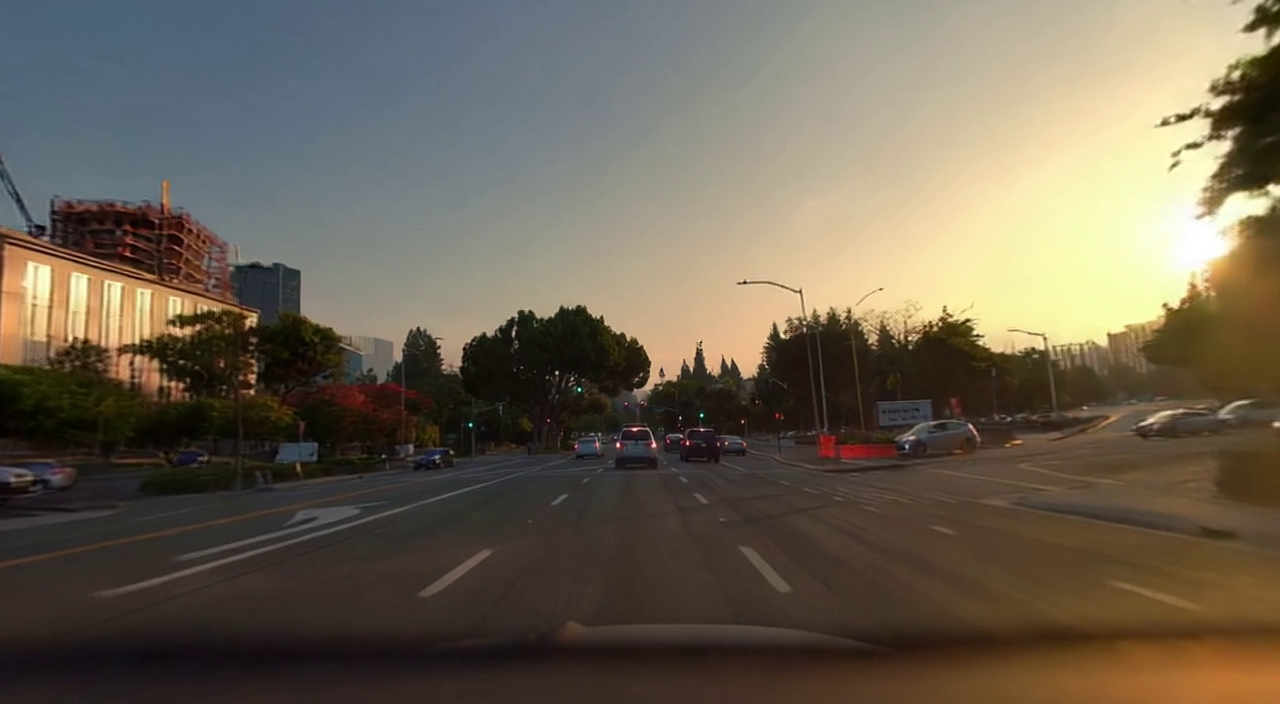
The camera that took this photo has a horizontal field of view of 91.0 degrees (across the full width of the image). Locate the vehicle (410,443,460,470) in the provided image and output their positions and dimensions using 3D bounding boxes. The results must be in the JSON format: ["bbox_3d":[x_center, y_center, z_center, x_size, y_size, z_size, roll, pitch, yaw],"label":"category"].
[{"bbox_3d":[-13.013,6.647,40.159,1.887,1.536,4.088,-2,-8,-1],"label":"vehicle"}]

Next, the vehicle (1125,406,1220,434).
[{"bbox_3d":[31.025,4.054,36.868,1.810,1.448,4.550,-1,-9,4],"label":"vehicle"}]

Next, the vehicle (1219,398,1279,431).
[{"bbox_3d":[35.609,3.679,36.471,1.999,1.667,4.518,-5,-10,31],"label":"vehicle"}]

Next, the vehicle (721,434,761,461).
[{"bbox_3d":[5.921,5.647,37.324,2.145,1.503,4.267,-1,-9,7],"label":"vehicle"}]

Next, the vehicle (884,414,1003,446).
[{"bbox_3d":[15.004,3.925,31.212,4.986,1.467,2.025,-6,-10,34],"label":"vehicle"}]

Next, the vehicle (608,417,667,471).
[{"bbox_3d":[-0.139,4.096,28.035,2.350,2.122,5.801,0,-9,-1],"label":"vehicle"}]

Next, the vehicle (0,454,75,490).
[{"bbox_3d":[-28.010,5.269,27.706,1.842,1.477,4.393,-8,-12,42],"label":"vehicle"}]

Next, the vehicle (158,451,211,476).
[{"bbox_3d":[-33.220,8.082,45.843,4.692,1.720,1.941,-7,-11,40],"label":"vehicle"}]
